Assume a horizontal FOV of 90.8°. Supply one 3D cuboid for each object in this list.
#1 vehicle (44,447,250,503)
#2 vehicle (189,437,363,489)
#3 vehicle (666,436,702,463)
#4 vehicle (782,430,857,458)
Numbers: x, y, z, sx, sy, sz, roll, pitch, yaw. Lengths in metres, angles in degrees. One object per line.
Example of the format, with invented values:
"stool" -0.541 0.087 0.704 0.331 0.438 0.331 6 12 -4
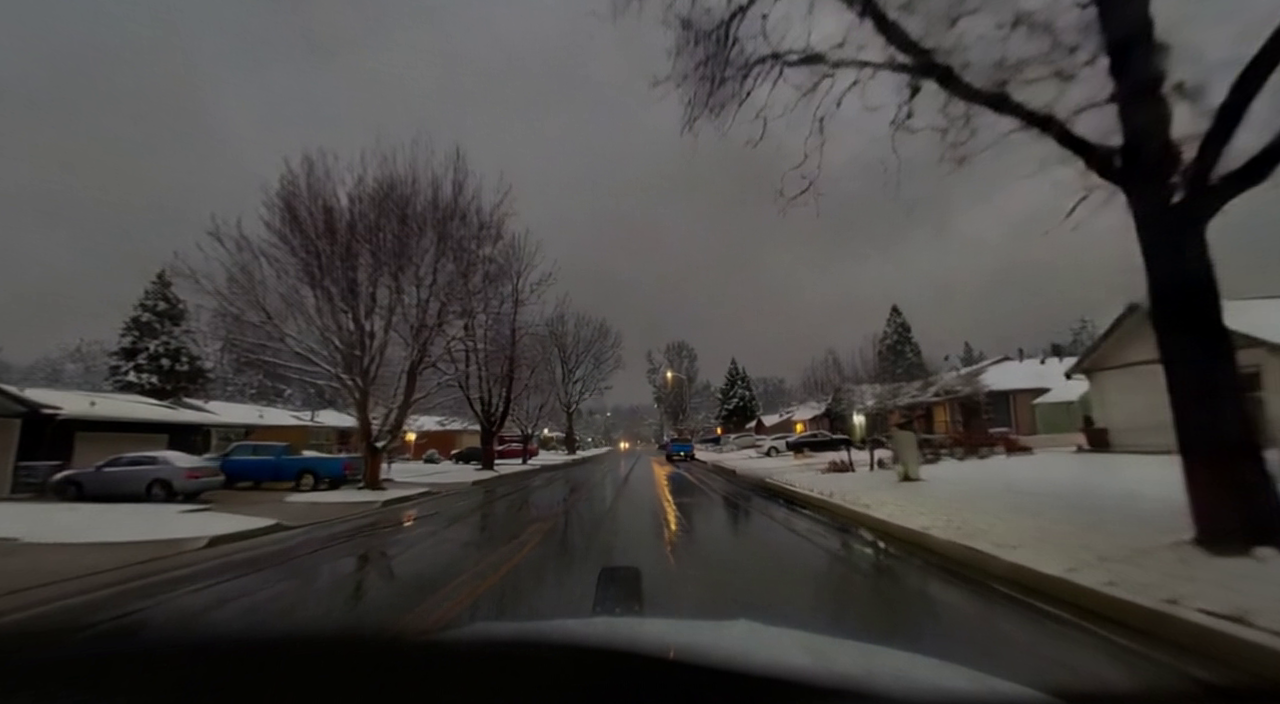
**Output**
"vehicle" -14.048 3.514 18.226 4.285 1.483 1.954 0 -9 0
"vehicle" -13.748 4.218 24.135 5.286 1.847 2.166 -1 -9 1
"vehicle" 3.349 7.667 49.639 2.313 1.962 6.029 0 -9 0
"vehicle" 11.154 5.727 39.563 4.069 1.680 2.156 -1 -7 3
